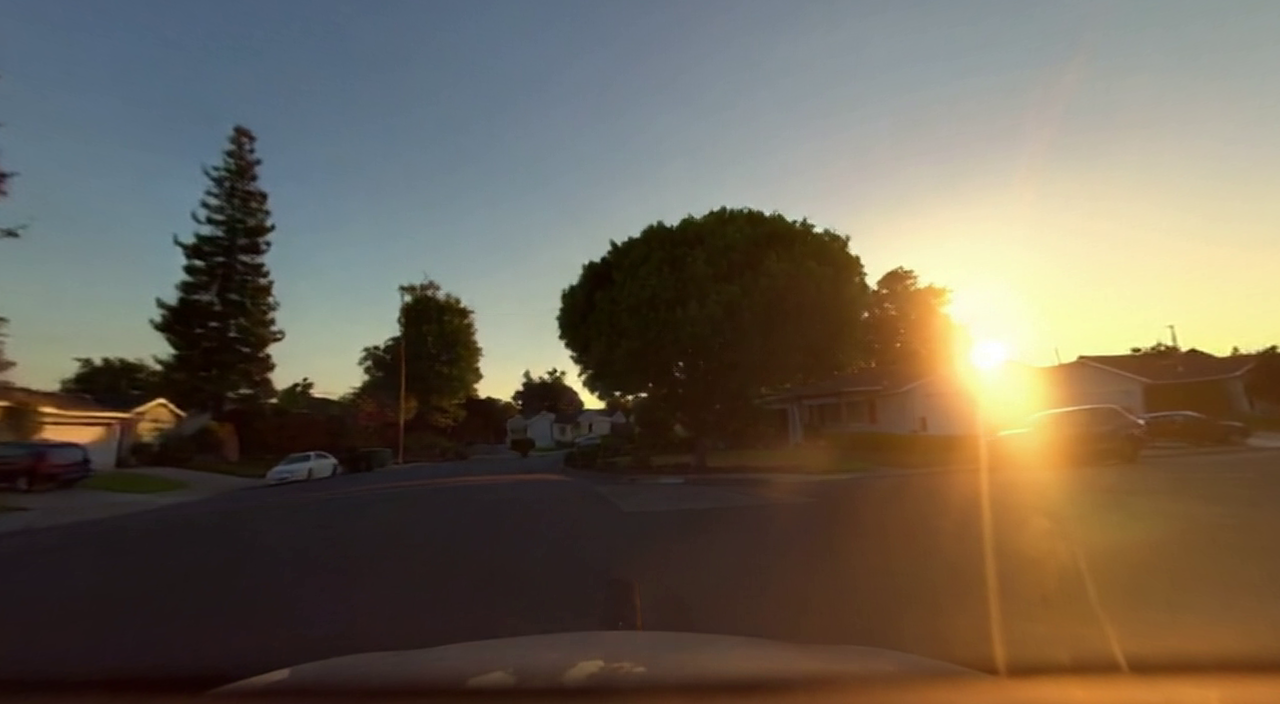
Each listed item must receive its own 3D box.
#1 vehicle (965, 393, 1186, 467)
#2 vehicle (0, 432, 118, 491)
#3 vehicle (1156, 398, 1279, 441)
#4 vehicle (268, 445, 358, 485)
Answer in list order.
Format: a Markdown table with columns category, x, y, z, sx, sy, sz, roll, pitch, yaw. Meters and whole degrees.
| category | x | y | z | sx | sy | sz | roll | pitch | yaw |
| --- | --- | --- | --- | --- | --- | --- | --- | --- | --- |
| vehicle | 13.674 | 2.515 | 19.826 | 6.088 | 2.084 | 2.337 | 3 | -10 | -18 |
| vehicle | -20.793 | 3.631 | 20.928 | 4.683 | 1.849 | 2.044 | 2 | -9 | -14 |
| vehicle | 28.738 | 3.425 | 31.201 | 2.029 | 1.747 | 4.373 | 2 | -11 | -11 |
| vehicle | -13.944 | 4.794 | 27.193 | 2.040 | 1.525 | 5.212 | 2 | -9 | -12 |
